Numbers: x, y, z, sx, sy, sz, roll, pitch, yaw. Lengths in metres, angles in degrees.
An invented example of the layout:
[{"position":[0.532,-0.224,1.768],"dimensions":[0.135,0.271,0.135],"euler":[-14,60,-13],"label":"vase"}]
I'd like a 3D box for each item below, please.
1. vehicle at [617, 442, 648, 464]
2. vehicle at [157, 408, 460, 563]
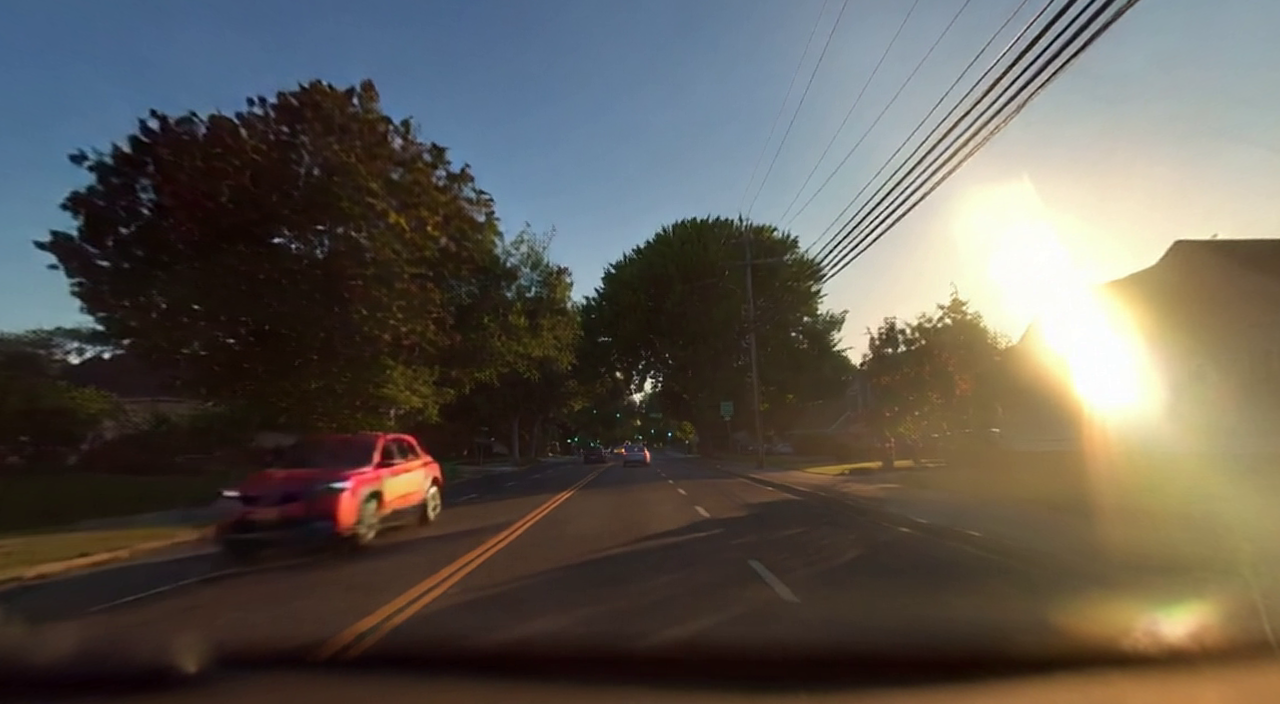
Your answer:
[{"position":[-0.553,7.223,44.991],"dimensions":[2.093,1.497,4.010],"euler":[0,-9,-1],"label":"vehicle"},{"position":[-4.822,2.025,10.333],"dimensions":[2.212,1.906,4.958],"euler":[0,-9,0],"label":"vehicle"}]
